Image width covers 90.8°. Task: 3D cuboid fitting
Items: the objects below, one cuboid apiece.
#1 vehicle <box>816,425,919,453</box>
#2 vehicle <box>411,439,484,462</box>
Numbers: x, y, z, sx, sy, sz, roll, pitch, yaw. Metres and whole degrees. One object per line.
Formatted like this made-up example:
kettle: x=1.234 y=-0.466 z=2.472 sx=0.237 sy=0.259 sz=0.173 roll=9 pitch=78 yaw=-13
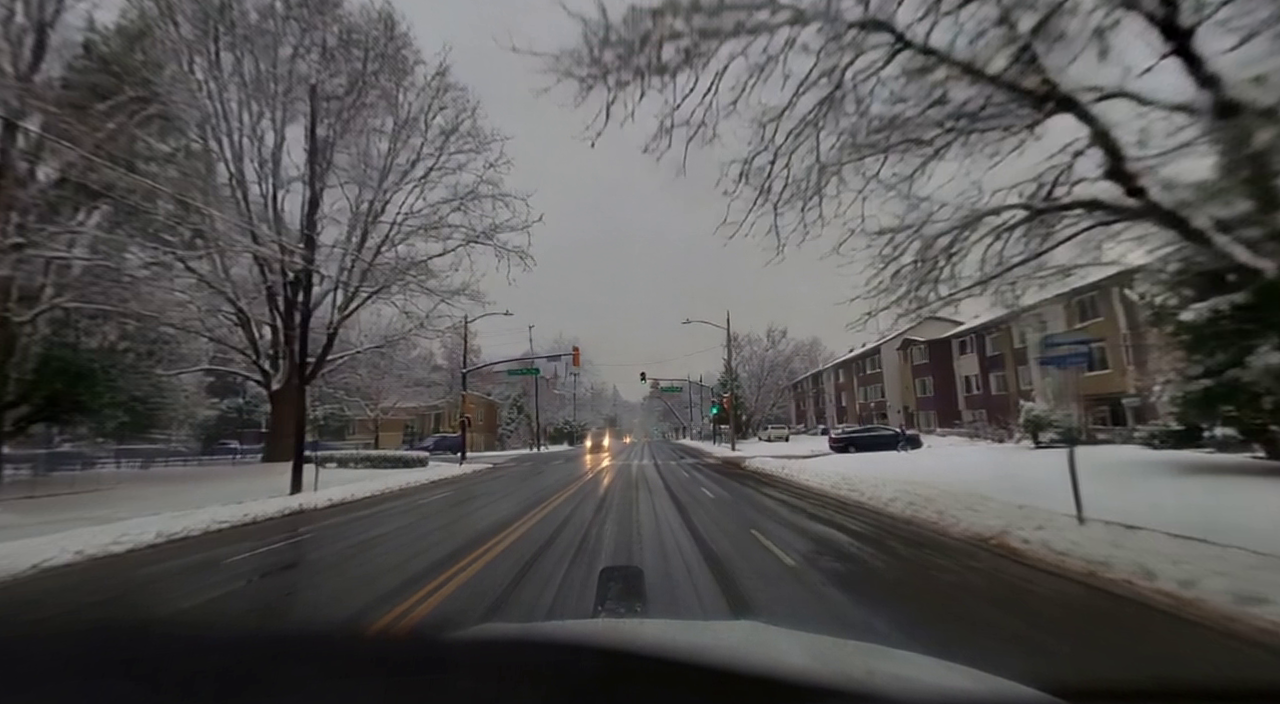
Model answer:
vehicle: x=12.670 y=4.893 z=35.391 sx=4.908 sy=1.521 sz=2.108 roll=0 pitch=-9 yaw=-4
vehicle: x=-12.536 y=6.443 z=41.273 sx=4.135 sy=1.424 sz=1.945 roll=-1 pitch=-9 yaw=4
